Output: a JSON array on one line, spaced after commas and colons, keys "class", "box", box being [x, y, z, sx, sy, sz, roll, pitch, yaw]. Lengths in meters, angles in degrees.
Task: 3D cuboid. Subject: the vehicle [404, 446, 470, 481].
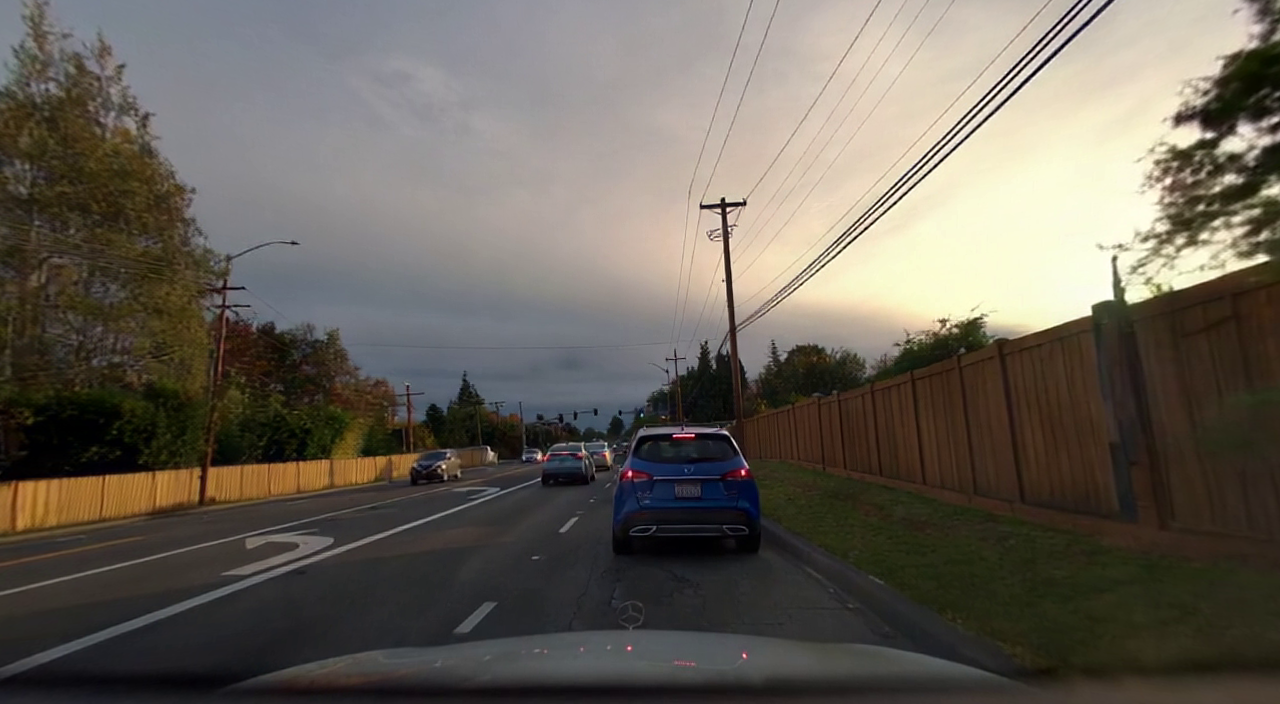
[{"class": "vehicle", "box": [-11.784, 6.482, 37.005, 2.187, 1.863, 5.152, 0, -9, 0]}]

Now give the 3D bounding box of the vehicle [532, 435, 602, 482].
[{"class": "vehicle", "box": [-2.705, 4.074, 24.300, 2.037, 1.639, 4.213, 0, -9, 2]}]

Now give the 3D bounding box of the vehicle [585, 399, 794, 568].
[{"class": "vehicle", "box": [0.488, 1.673, 8.686, 2.174, 1.749, 4.113, 0, -9, -1]}]
